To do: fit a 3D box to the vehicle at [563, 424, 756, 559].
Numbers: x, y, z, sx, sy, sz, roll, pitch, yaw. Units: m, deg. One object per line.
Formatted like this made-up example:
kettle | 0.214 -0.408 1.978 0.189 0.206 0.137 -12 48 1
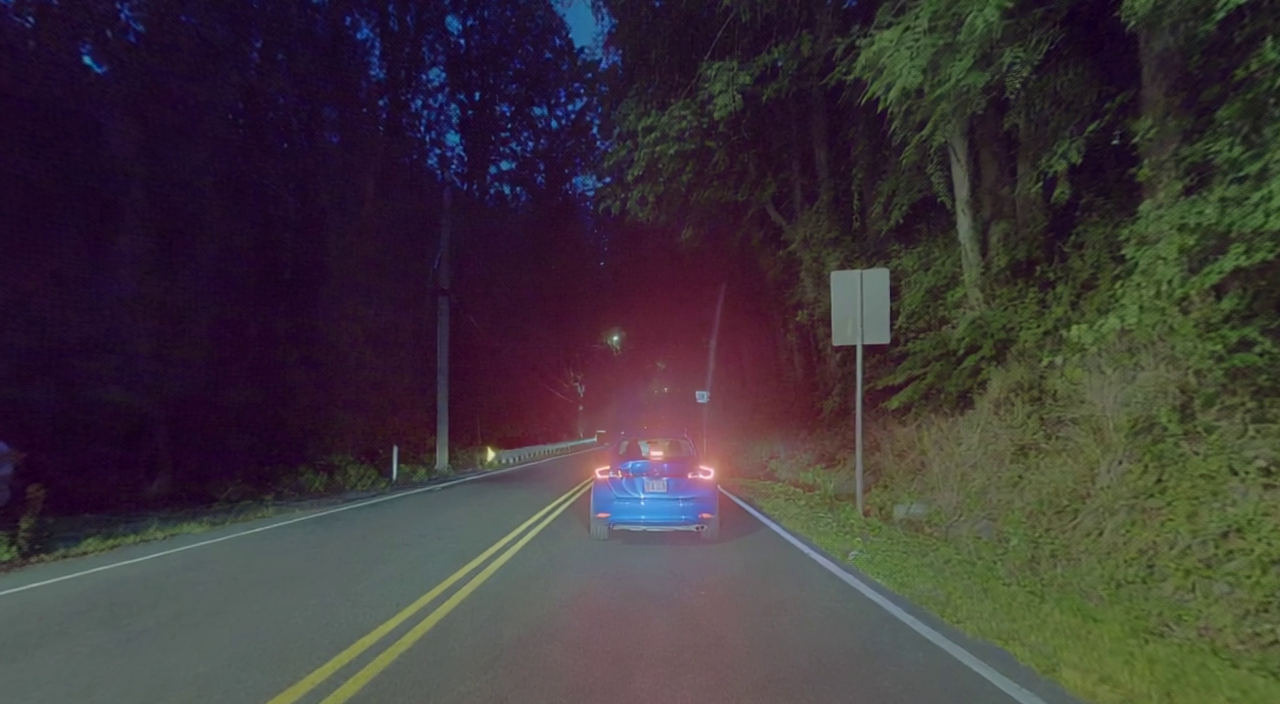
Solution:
vehicle | 0.249 1.873 9.121 2.187 1.533 3.726 0 -8 1
